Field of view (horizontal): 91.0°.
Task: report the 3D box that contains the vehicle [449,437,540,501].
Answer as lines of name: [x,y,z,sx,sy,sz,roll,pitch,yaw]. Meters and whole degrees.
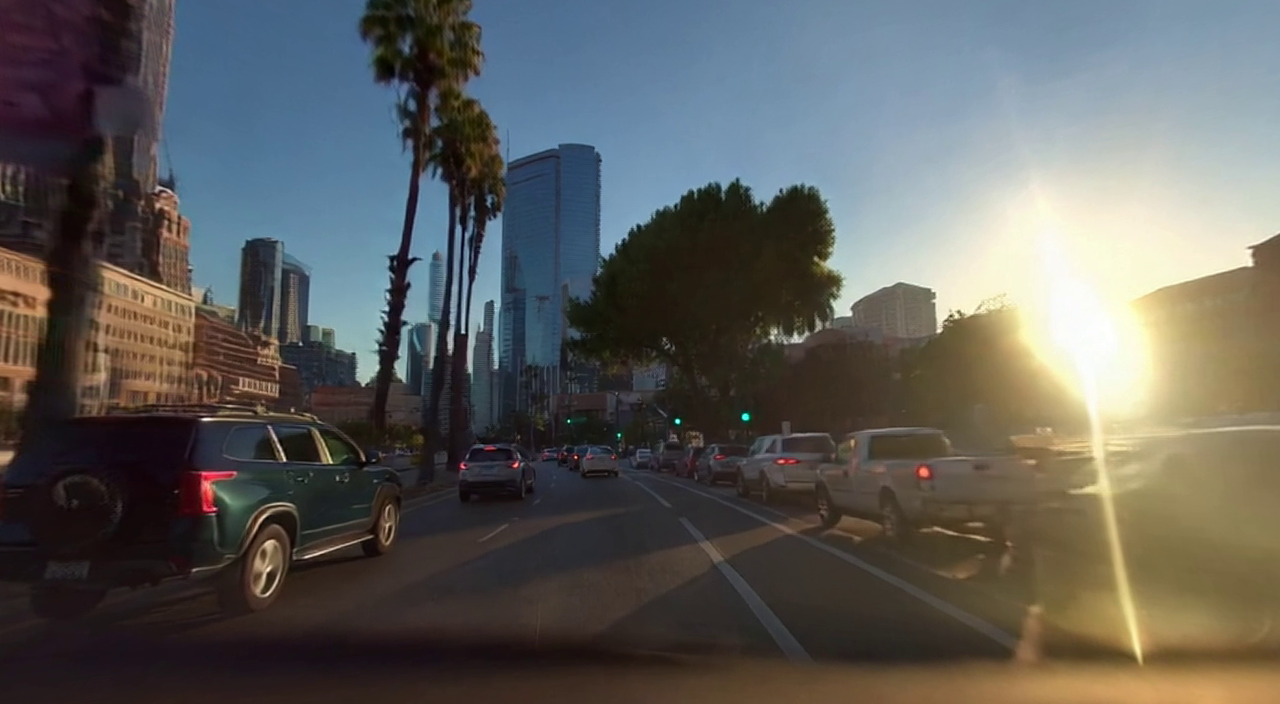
vehicle: [-4.352,3.556,19.548,2.014,1.740,4.392,0,-9,-3]

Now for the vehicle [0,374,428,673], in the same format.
vehicle: [-3.669,1.357,5.982,1.800,1.797,4.224,0,-9,0]

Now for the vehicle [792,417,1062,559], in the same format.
vehicle: [3.982,1.978,9.888,1.895,1.663,4.732,0,-9,-1]

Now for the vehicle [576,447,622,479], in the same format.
vehicle: [-2.128,5.563,31.770,2.036,1.461,3.890,1,-9,-7]

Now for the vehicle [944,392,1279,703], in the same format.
vehicle: [4.091,1.155,4.147,1.773,1.584,4.553,0,-9,-2]
